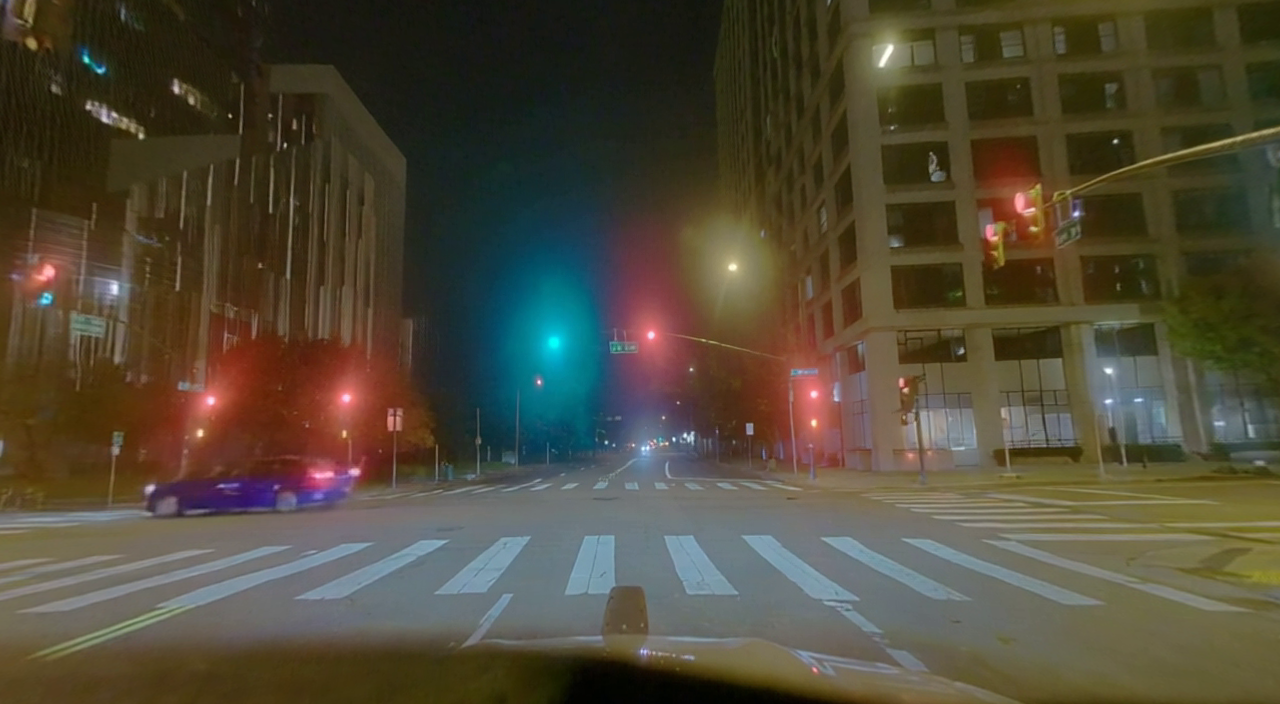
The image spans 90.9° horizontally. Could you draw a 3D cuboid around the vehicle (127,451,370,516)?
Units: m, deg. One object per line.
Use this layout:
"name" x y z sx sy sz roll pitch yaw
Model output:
"vehicle" -9.699 3.271 15.925 4.847 1.484 1.926 0 -8 1
